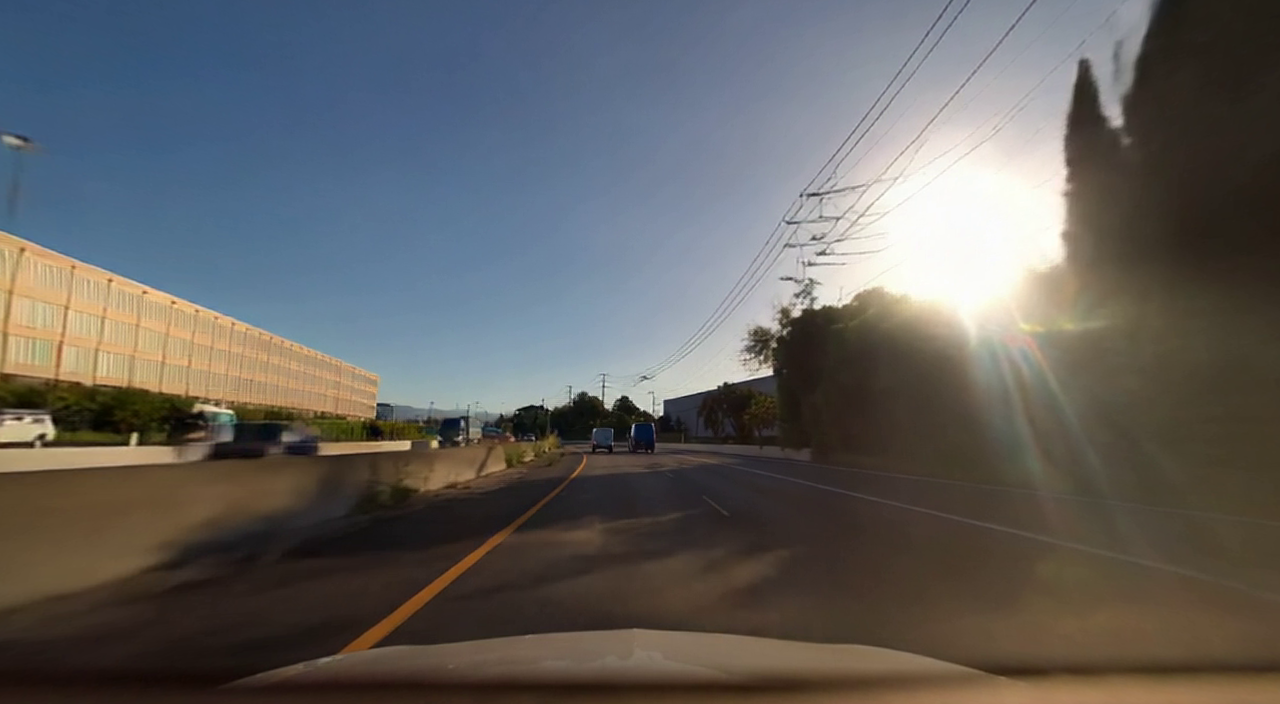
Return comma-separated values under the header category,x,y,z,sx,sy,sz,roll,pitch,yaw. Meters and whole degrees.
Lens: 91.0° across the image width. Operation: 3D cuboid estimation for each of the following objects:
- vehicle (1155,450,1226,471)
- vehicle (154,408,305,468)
category,x,y,z,sx,sy,sz,roll,pitch,yaw
vehicle,40.707,8.005,46.629,1.717,1.441,3.573,1,-8,-9
vehicle,-11.974,2.562,18.755,1.854,1.548,4.141,0,-8,-3
